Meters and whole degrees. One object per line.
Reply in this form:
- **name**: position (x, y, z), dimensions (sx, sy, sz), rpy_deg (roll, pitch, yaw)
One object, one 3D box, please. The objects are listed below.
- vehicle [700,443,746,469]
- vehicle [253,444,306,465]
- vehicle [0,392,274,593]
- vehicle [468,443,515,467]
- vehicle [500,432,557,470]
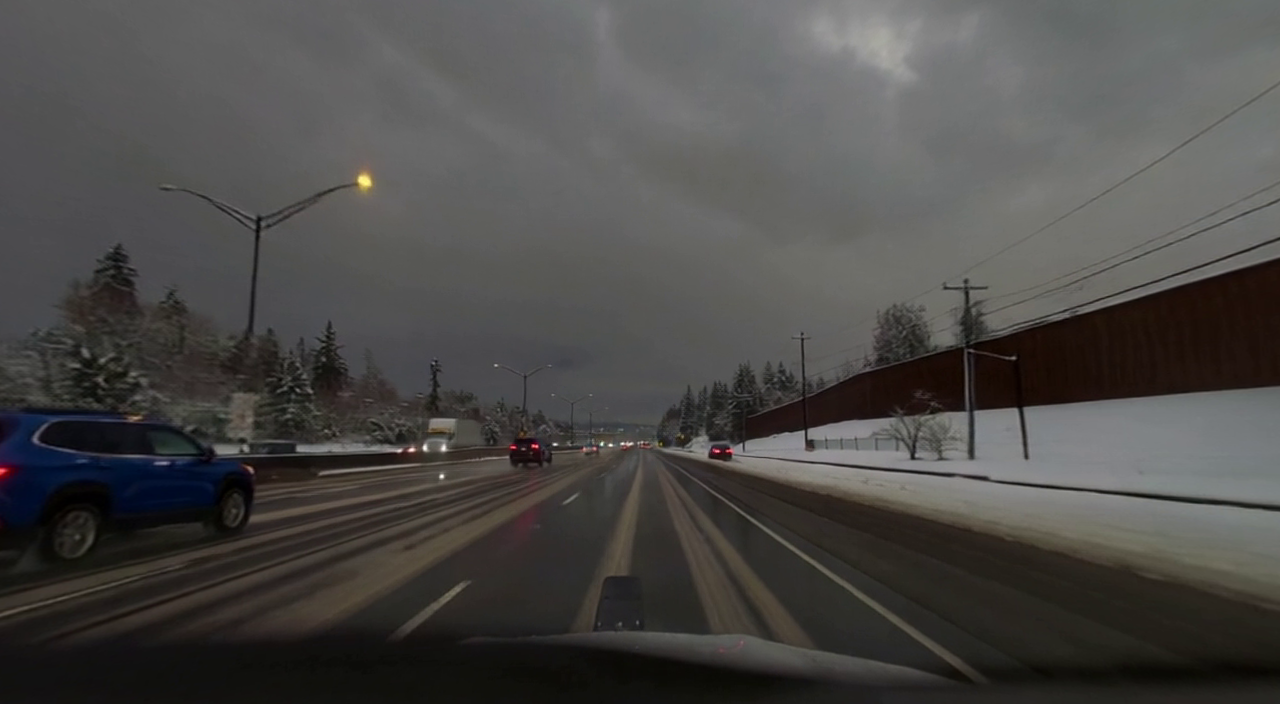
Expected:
- **vehicle**: position (5.219, 6.599, 40.270), dimensions (2.251, 1.520, 4.550), rpy_deg (1, -9, -1)
- **vehicle**: position (-25.745, 7.303, 45.073), dimensions (1.568, 1.433, 3.591), rpy_deg (1, -9, 1)
- **vehicle**: position (-6.484, 1.434, 6.957), dimensions (2.058, 1.698, 4.567), rpy_deg (0, -9, 1)
- **vehicle**: position (-9.837, 6.828, 42.043), dimensions (2.042, 1.485, 4.395), rpy_deg (0, -9, 1)
- **vehicle**: position (-6.119, 5.535, 35.237), dimensions (2.255, 1.934, 4.868), rpy_deg (0, -9, 0)
